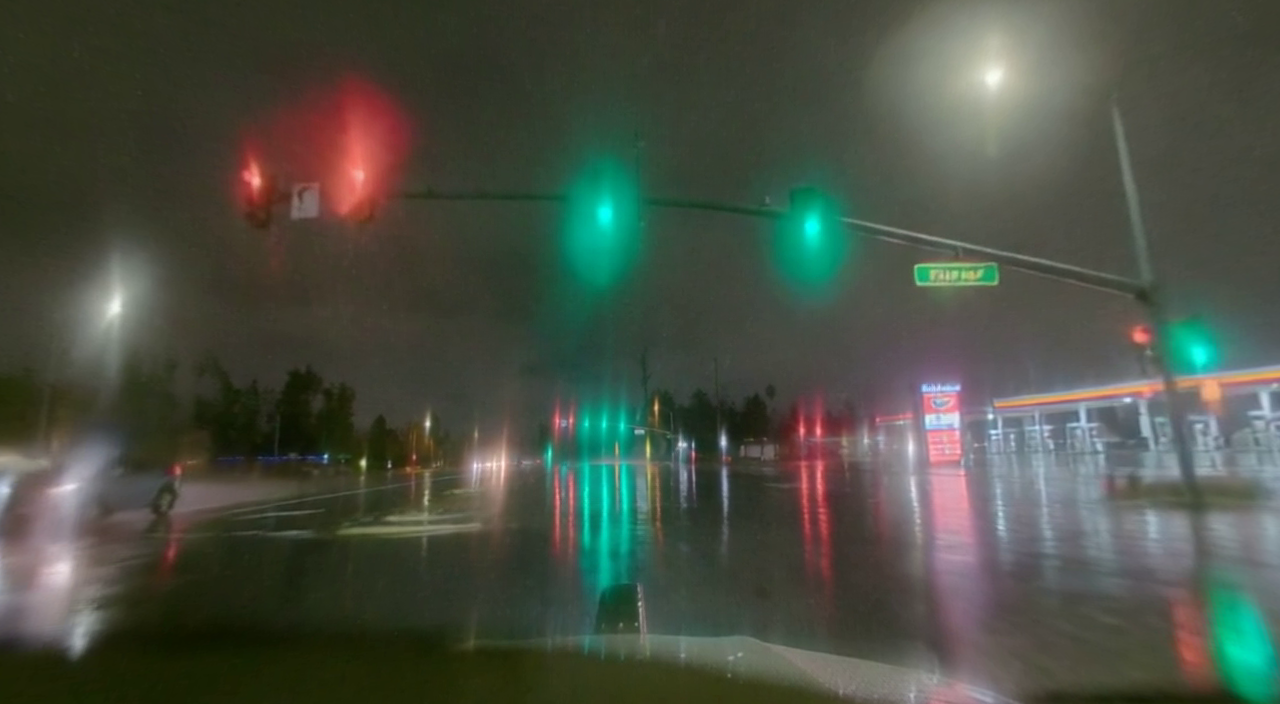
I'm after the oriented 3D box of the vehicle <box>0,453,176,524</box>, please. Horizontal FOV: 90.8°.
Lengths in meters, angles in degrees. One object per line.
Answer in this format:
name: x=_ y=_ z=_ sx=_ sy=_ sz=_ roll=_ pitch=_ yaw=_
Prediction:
vehicle: x=-15.158 y=3.554 z=17.032 sx=2.053 sy=1.598 sz=4.336 roll=0 pitch=-9 yaw=-2
